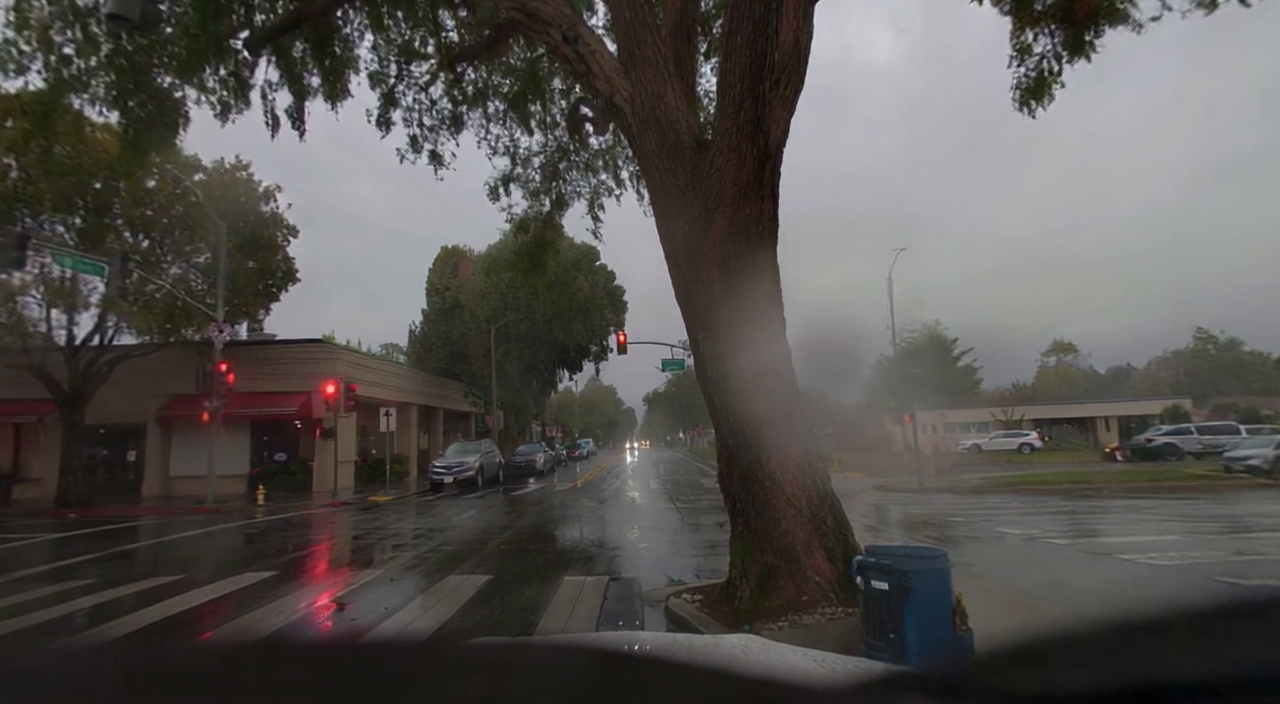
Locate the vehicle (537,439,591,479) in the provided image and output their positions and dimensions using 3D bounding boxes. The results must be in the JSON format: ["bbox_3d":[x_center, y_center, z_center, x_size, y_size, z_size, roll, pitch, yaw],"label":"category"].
[{"bbox_3d":[-3.667,5.260,31.272,2.120,1.783,4.788,0,-9,-1],"label":"vehicle"}]

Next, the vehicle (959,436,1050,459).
[{"bbox_3d":[25.067,6.600,43.564,5.172,1.515,1.851,0,-8,-2],"label":"vehicle"}]

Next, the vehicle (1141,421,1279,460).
[{"bbox_3d":[33.282,5.197,36.963,5.969,2.149,2.331,0,-9,-3],"label":"vehicle"}]

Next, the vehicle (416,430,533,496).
[{"bbox_3d":[-6.586,4.536,26.459,2.896,2.339,7.322,0,-9,0],"label":"vehicle"}]
